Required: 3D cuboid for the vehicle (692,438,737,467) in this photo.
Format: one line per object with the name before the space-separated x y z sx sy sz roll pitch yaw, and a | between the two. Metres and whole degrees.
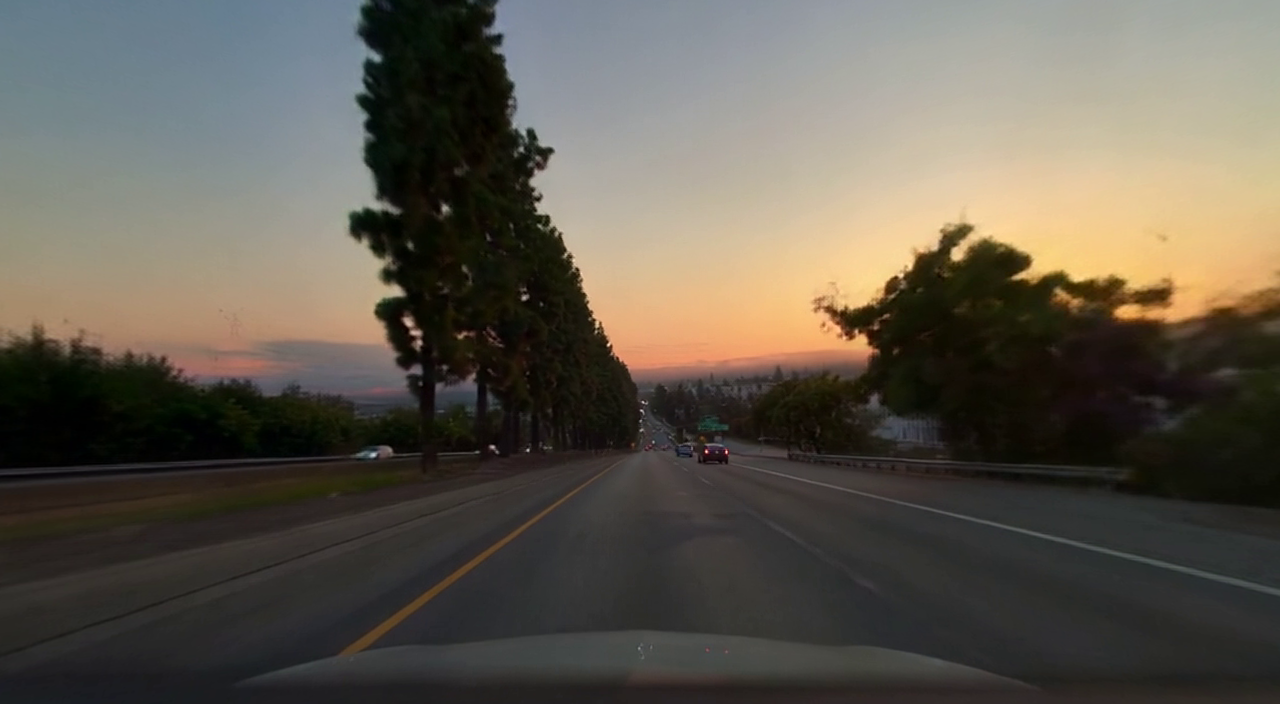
vehicle | 4.183 5.710 36.014 2.062 1.518 4.026 0 -8 -1
